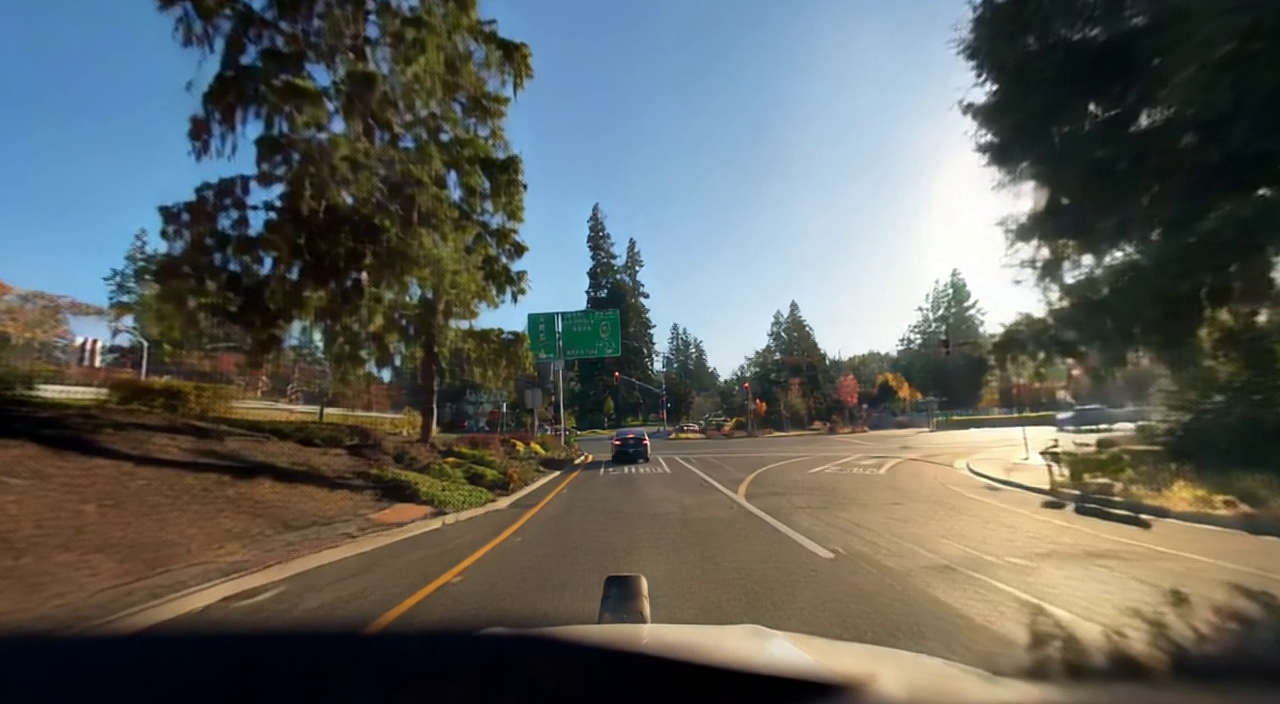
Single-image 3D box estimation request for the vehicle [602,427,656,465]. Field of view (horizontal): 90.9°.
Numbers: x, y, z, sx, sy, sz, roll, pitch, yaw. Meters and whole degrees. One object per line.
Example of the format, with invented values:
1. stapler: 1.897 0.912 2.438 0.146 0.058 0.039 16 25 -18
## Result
1. vehicle: -0.453 3.918 26.394 2.056 1.473 4.380 0 -8 -1
